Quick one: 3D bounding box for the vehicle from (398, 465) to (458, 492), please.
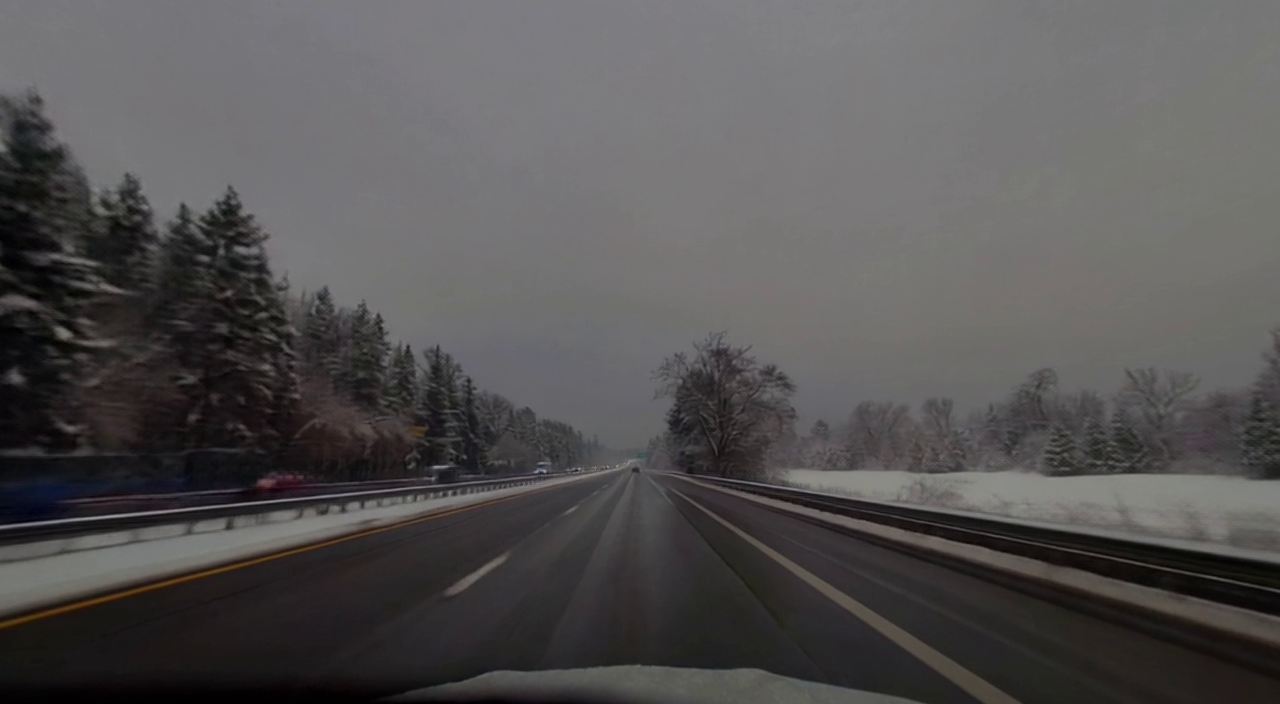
[{"bbox_3d":[-12.909,7.730,38.694,2.071,1.483,4.711,1,-11,-1],"label":"vehicle"}]

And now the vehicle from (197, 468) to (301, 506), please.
[{"bbox_3d":[-17.131,5.920,27.909,1.806,1.484,4.295,1,-11,0],"label":"vehicle"}]
